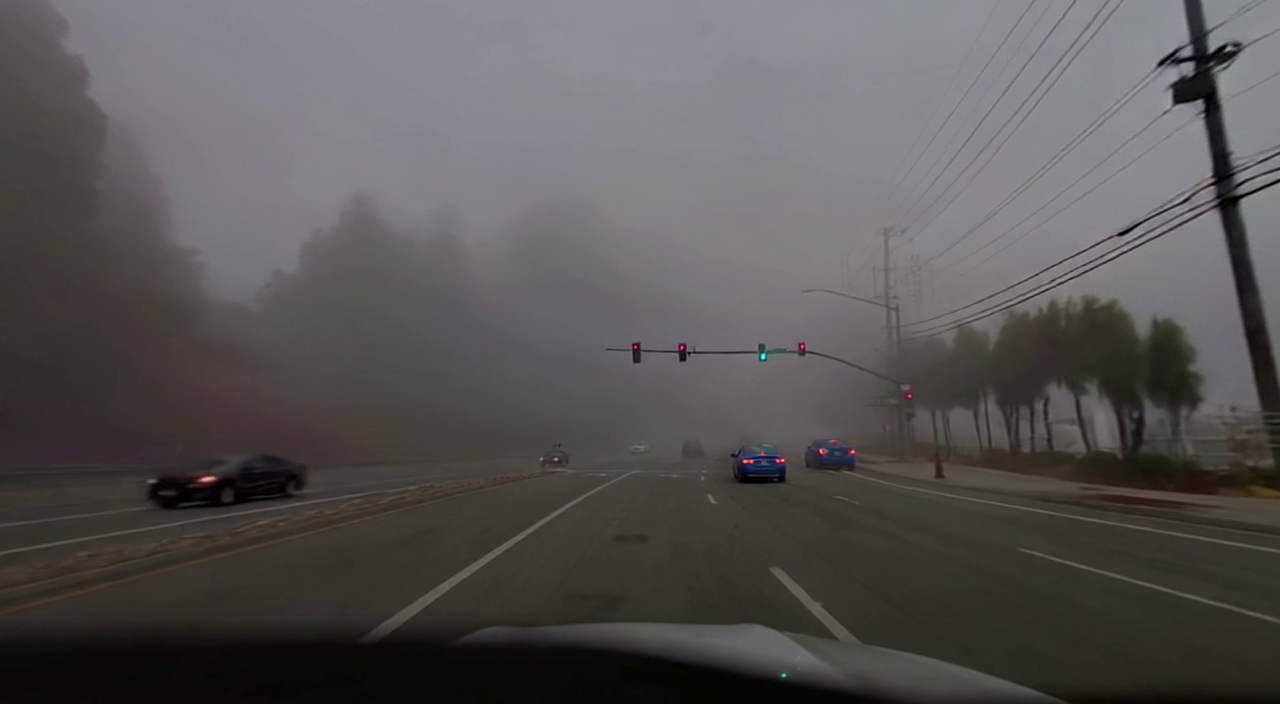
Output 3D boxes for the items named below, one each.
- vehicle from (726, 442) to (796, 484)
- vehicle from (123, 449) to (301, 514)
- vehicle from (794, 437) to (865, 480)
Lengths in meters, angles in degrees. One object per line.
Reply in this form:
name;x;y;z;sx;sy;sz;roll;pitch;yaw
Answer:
vehicle;4.574;4.256;24.503;2.035;1.460;4.392;-1;-8;3
vehicle;-11.962;3.603;18.094;1.885;1.592;4.337;-1;-8;3
vehicle;8.487;4.797;28.717;2.029;1.795;4.371;-1;-8;3
